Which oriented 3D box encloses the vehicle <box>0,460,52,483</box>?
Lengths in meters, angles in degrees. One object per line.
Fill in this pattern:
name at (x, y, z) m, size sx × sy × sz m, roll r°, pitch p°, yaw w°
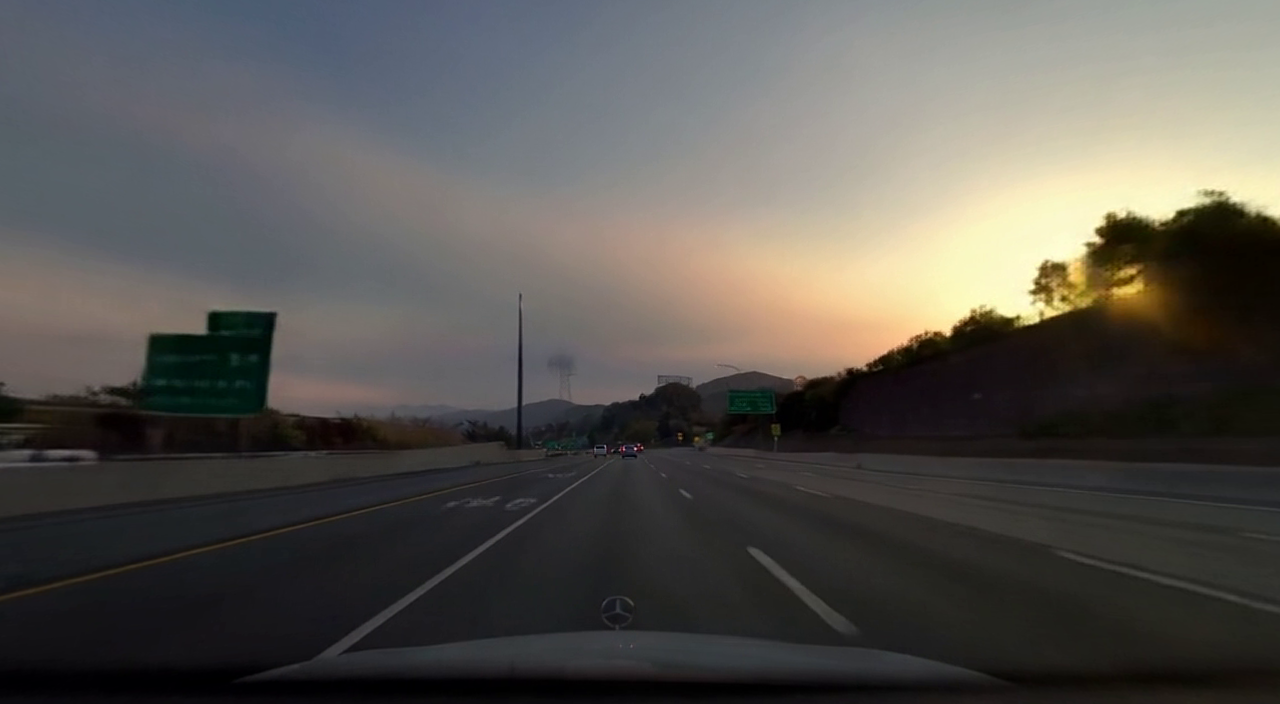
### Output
vehicle at (-42.580, 8.066, 42.649) m, size 1.756 × 1.437 × 4.174 m, roll 0°, pitch -9°, yaw 0°
